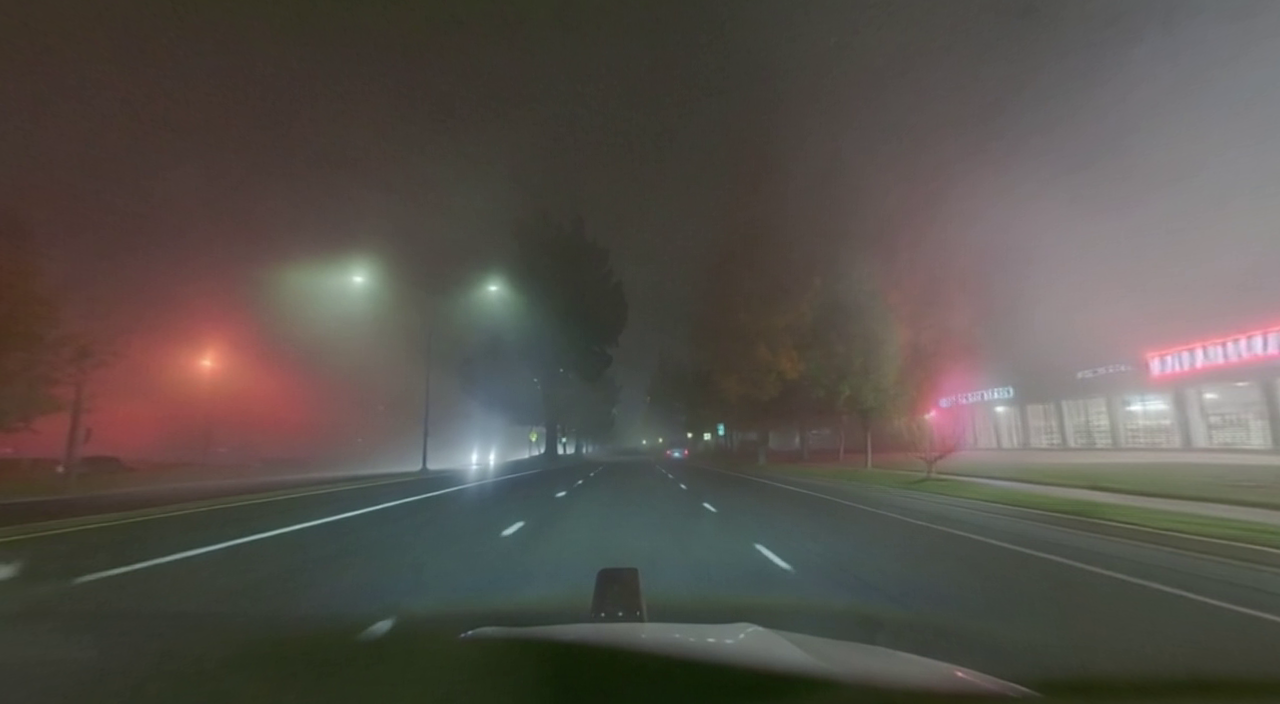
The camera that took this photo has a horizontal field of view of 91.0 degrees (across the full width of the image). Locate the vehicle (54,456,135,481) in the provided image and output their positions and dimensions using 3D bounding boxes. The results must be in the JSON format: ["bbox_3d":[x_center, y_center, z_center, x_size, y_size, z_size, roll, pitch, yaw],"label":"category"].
[{"bbox_3d":[-32.843,7.014,37.945,3.282,1.336,1.542,-1,-9,-4],"label":"vehicle"}]
